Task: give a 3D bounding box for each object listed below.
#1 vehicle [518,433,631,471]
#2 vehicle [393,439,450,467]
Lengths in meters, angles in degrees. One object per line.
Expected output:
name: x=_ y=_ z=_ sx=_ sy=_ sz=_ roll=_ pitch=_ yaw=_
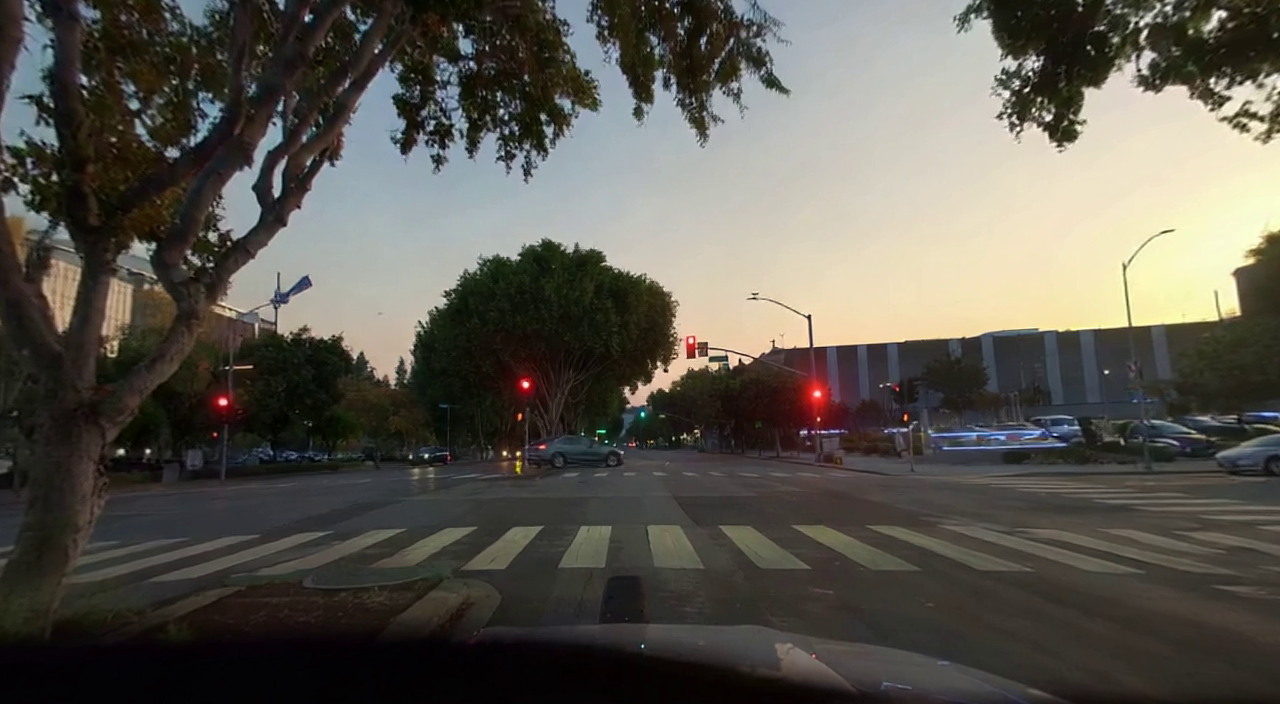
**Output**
vehicle: x=-2.774 y=4.375 z=27.725 sx=2.521 sy=1.522 sz=4.418 roll=-7 pitch=-11 yaw=39
vehicle: x=-14.773 y=6.833 z=42.937 sx=2.169 sy=1.753 sz=4.640 roll=0 pitch=-8 yaw=0
